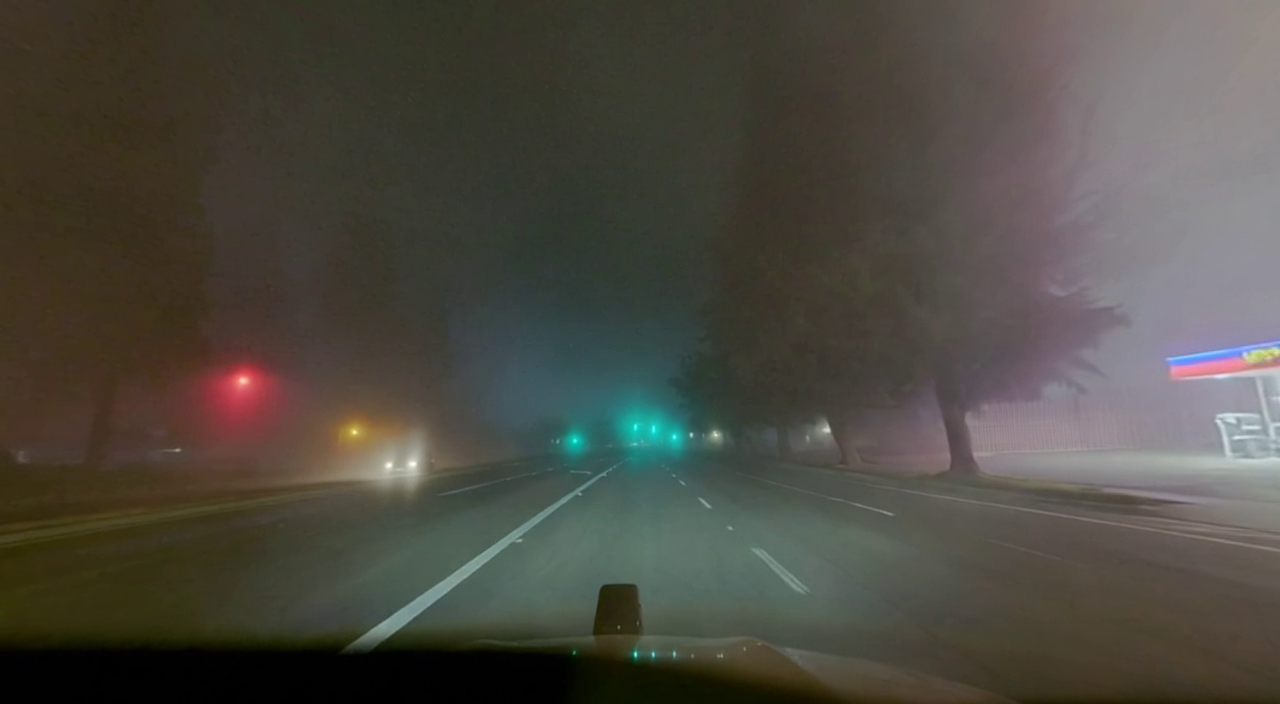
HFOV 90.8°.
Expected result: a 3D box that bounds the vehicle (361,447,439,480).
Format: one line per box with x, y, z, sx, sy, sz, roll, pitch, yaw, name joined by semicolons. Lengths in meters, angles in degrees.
-11.740;5.436;31.233;1.972;1.466;4.683;0;-8;1;vehicle
